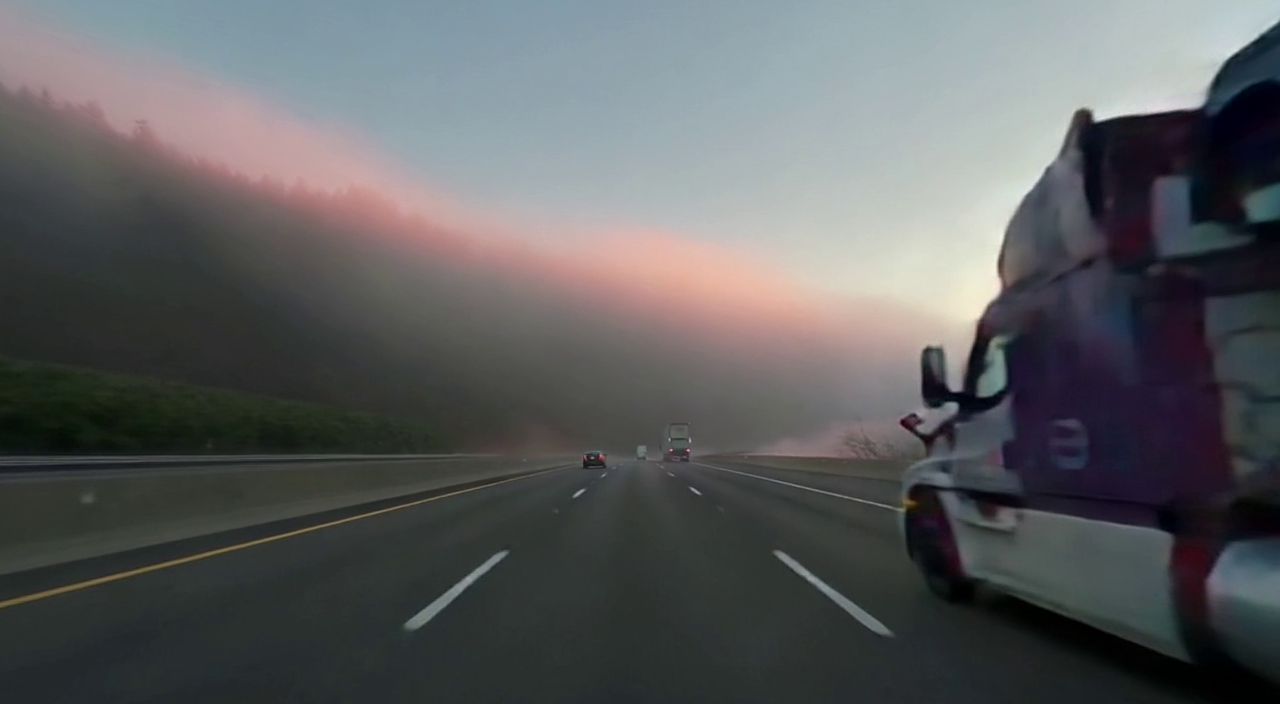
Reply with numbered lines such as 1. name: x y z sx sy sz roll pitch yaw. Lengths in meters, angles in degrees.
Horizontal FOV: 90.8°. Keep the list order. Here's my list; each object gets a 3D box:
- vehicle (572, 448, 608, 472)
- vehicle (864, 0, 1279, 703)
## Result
1. vehicle: -3.363 7.385 43.346 2.091 1.522 4.301 0 -9 0
2. vehicle: 3.700 -0.393 1.047 3.046 3.762 9.803 0 -9 0
